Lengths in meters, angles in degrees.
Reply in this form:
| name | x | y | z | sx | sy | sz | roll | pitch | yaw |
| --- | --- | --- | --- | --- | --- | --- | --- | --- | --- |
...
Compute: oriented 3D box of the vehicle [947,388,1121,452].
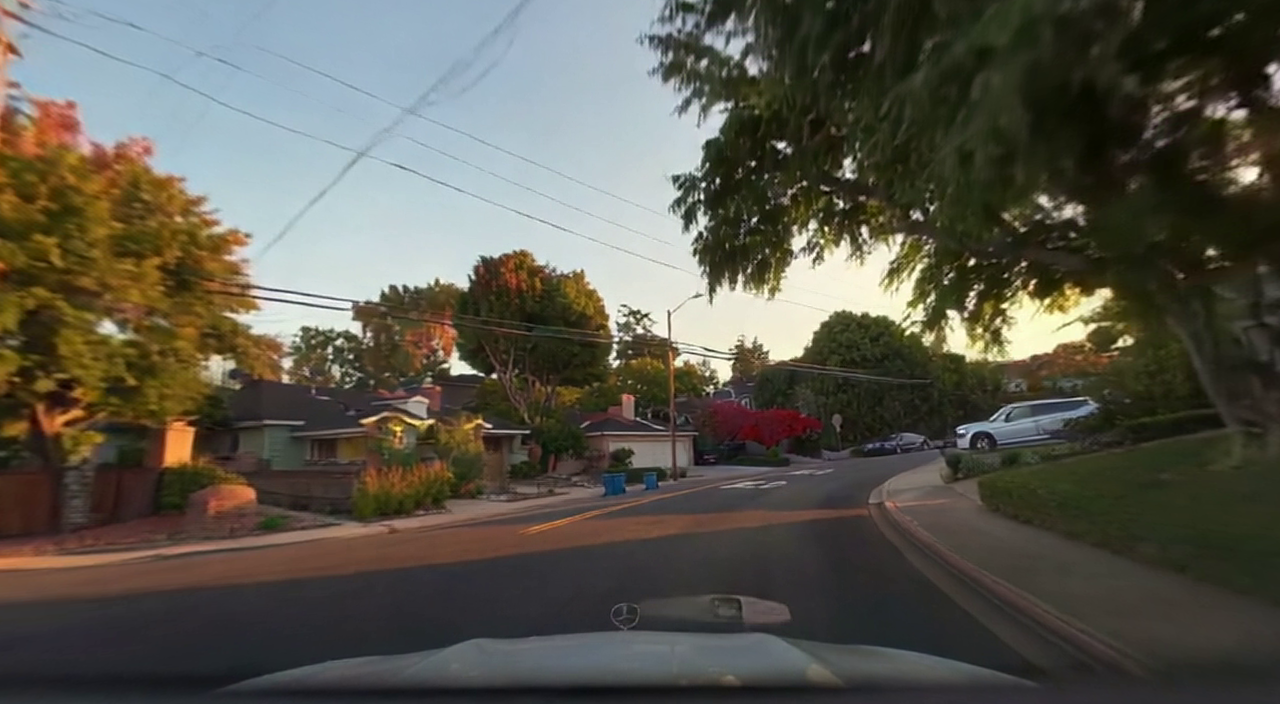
| name | x | y | z | sx | sy | sz | roll | pitch | yaw |
| --- | --- | --- | --- | --- | --- | --- | --- | --- | --- |
| vehicle | 14.293 | 2.584 | 23.109 | 5.011 | 2.014 | 2.056 | -8 | -13 | 39 |
